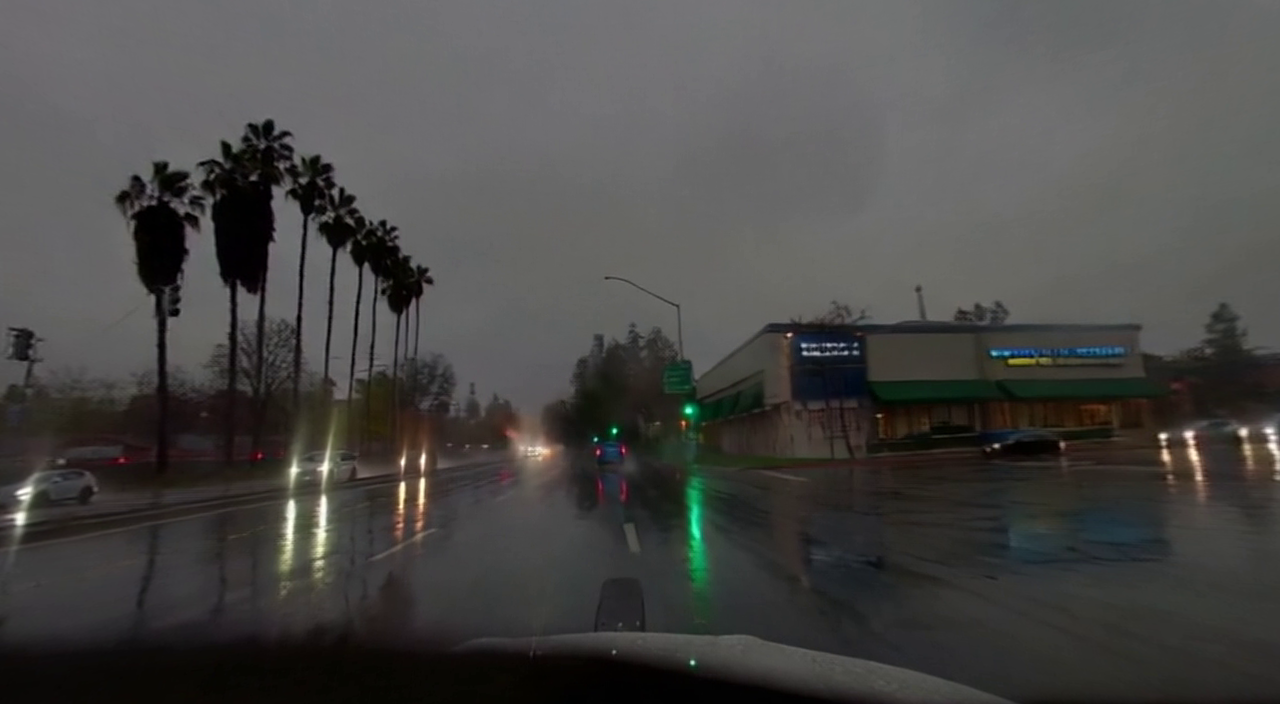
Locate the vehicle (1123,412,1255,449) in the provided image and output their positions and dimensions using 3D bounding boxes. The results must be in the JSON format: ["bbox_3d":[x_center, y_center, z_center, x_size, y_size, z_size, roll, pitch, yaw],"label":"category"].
[{"bbox_3d":[27.382,3.972,31.790,1.919,1.716,4.946,0,-8,-4],"label":"vehicle"}]

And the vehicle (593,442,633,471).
[{"bbox_3d":[-1.640,5.952,36.321,1.969,1.555,4.431,1,-8,-7],"label":"vehicle"}]

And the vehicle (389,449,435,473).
[{"bbox_3d":[-15.944,7.630,44.369,2.033,1.494,4.048,1,-8,-5],"label":"vehicle"}]

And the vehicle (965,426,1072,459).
[{"bbox_3d":[18.592,4.464,31.350,2.046,1.481,4.936,0,-8,-4],"label":"vehicle"}]

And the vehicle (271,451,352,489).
[{"bbox_3d":[-15.809,5.660,30.714,2.027,1.534,4.779,1,-8,-9],"label":"vehicle"}]

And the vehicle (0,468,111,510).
[{"bbox_3d":[-27.577,6.251,29.027,2.026,1.540,4.468,-3,-8,21],"label":"vehicle"}]
